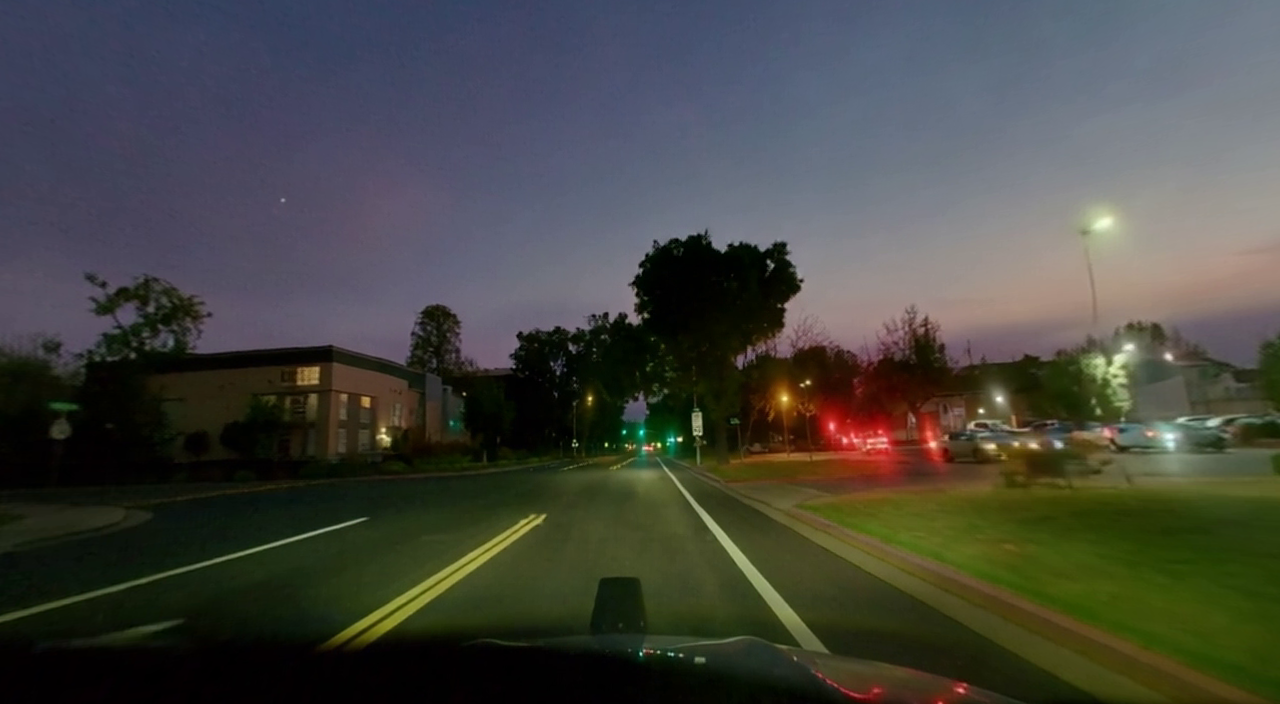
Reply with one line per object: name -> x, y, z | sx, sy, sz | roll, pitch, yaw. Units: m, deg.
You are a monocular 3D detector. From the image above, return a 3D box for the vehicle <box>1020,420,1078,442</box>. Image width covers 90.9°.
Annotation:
vehicle -> 29.810, 5.821, 46.070 | 1.740, 1.466, 3.900 | 0, -8, 2

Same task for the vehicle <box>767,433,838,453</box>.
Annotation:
vehicle -> 12.645, 7.108, 49.246 | 4.955, 1.489, 2.002 | 0, -8, 2

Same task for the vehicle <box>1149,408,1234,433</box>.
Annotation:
vehicle -> 40.537, 5.115, 46.470 | 1.932, 1.631, 4.750 | 0, -9, 0

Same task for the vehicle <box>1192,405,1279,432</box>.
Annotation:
vehicle -> 43.246, 4.884, 45.912 | 1.791, 1.739, 4.750 | 0, -8, 0

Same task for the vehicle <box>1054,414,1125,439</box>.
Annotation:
vehicle -> 32.551, 5.482, 45.778 | 1.898, 1.689, 4.375 | 0, -8, -1

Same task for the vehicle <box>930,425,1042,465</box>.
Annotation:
vehicle -> 13.722, 3.748, 25.366 | 1.927, 1.464, 4.644 | 0, -8, 1
